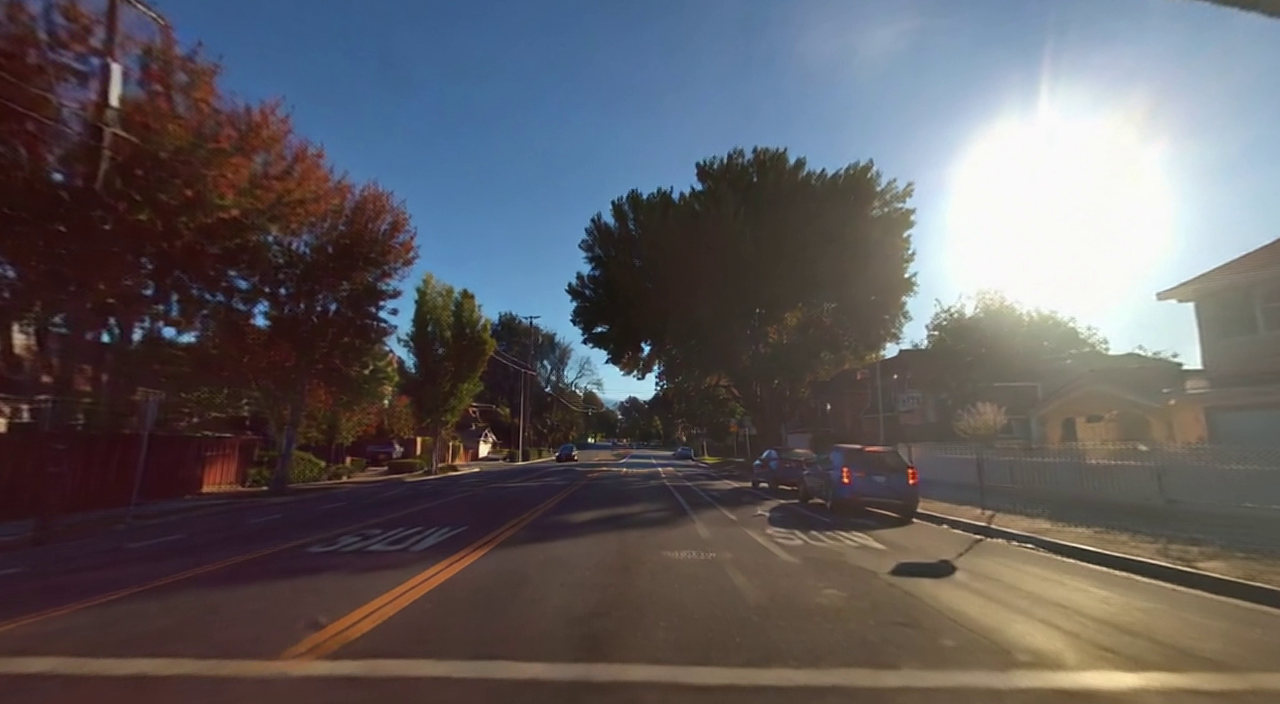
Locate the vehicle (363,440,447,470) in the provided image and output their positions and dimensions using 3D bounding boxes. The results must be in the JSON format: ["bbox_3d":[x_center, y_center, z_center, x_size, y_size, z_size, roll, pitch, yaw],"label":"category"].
[{"bbox_3d":[-16.216,7.093,43.593,5.125,1.941,2.086,4,-9,-26],"label":"vehicle"}]

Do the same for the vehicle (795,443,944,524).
[{"bbox_3d":[5.168,2.974,14.961,1.891,1.611,4.269,0,-8,0],"label":"vehicle"}]
